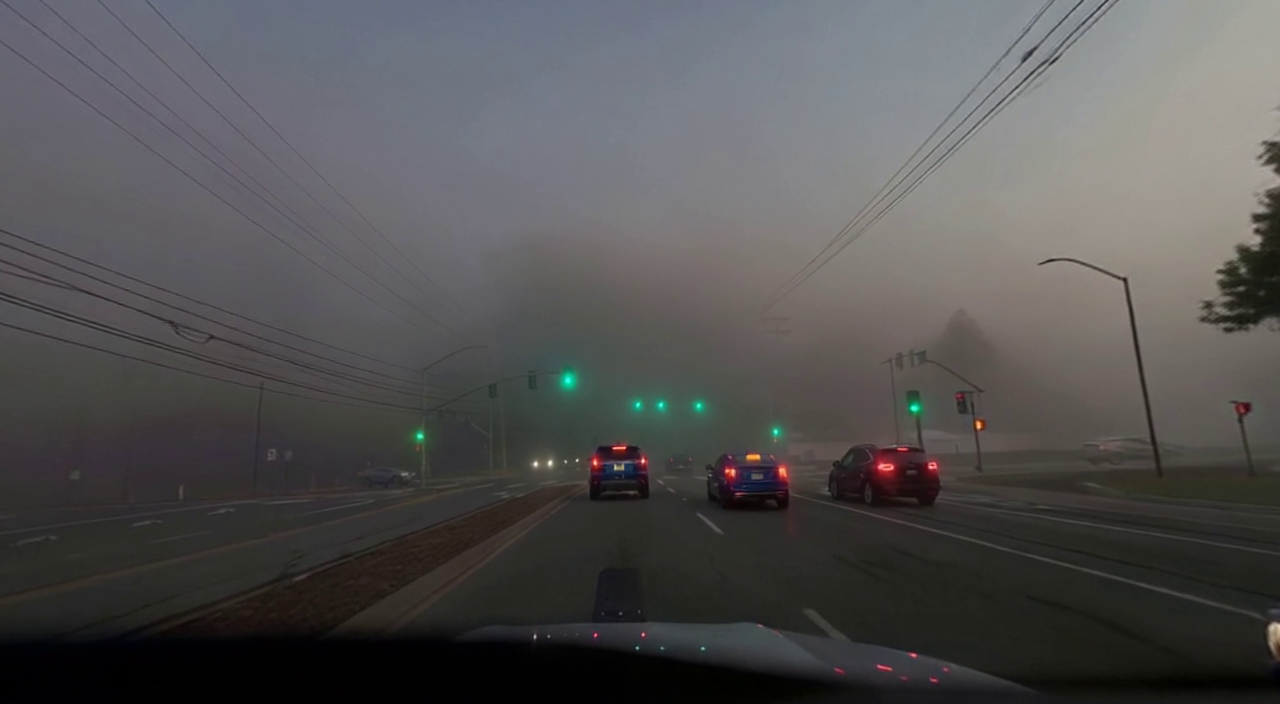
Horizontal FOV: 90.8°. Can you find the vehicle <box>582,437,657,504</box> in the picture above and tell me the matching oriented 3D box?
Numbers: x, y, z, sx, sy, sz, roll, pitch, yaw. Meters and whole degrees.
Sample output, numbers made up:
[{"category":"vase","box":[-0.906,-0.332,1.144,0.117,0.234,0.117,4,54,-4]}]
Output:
[{"category":"vehicle","box":[-0.660,3.881,21.129,2.231,1.998,4.254,0,-9,-1]}]

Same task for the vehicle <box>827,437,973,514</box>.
[{"category":"vehicle","box":[6.687,3.190,16.883,1.929,1.753,4.396,0,-9,-1]}]

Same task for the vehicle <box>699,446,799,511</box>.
[{"category":"vehicle","box":[2.944,3.510,18.090,1.880,1.579,4.401,0,-9,-2]}]

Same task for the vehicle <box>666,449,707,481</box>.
[{"category":"vehicle","box":[2.660,6.548,36.956,1.915,1.765,4.047,0,-9,-2]}]
